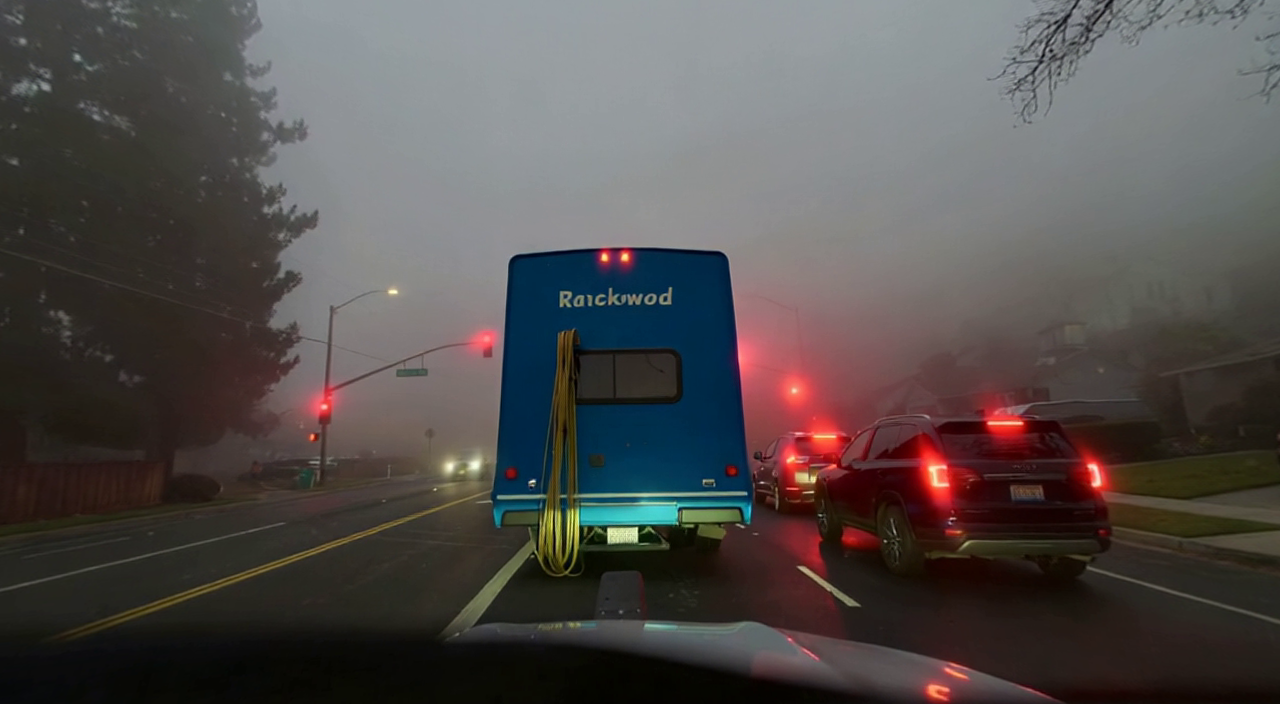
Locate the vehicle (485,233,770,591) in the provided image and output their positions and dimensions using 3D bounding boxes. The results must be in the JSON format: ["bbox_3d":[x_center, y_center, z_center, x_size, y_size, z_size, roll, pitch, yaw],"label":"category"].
[{"bbox_3d":[-0.117,1.128,10.308,2.709,3.511,8.213,0,-9,0],"label":"vehicle"}]

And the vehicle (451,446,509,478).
[{"bbox_3d":[-9.076,6.273,36.328,2.110,1.713,4.449,0,-9,1],"label":"vehicle"}]

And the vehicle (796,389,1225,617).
[{"bbox_3d":[3.409,1.489,7.136,2.104,1.735,4.408,0,-9,0],"label":"vehicle"}]

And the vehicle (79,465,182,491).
[{"bbox_3d":[-33.442,8.262,41.555,4.954,1.506,2.014,0,-9,-2],"label":"vehicle"}]

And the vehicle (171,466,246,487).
[{"bbox_3d":[-32.697,9.409,47.957,4.311,1.458,1.707,0,-9,-2],"label":"vehicle"}]

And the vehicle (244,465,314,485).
[{"bbox_3d":[-27.435,9.362,48.125,4.187,1.445,1.809,0,-9,0],"label":"vehicle"}]
